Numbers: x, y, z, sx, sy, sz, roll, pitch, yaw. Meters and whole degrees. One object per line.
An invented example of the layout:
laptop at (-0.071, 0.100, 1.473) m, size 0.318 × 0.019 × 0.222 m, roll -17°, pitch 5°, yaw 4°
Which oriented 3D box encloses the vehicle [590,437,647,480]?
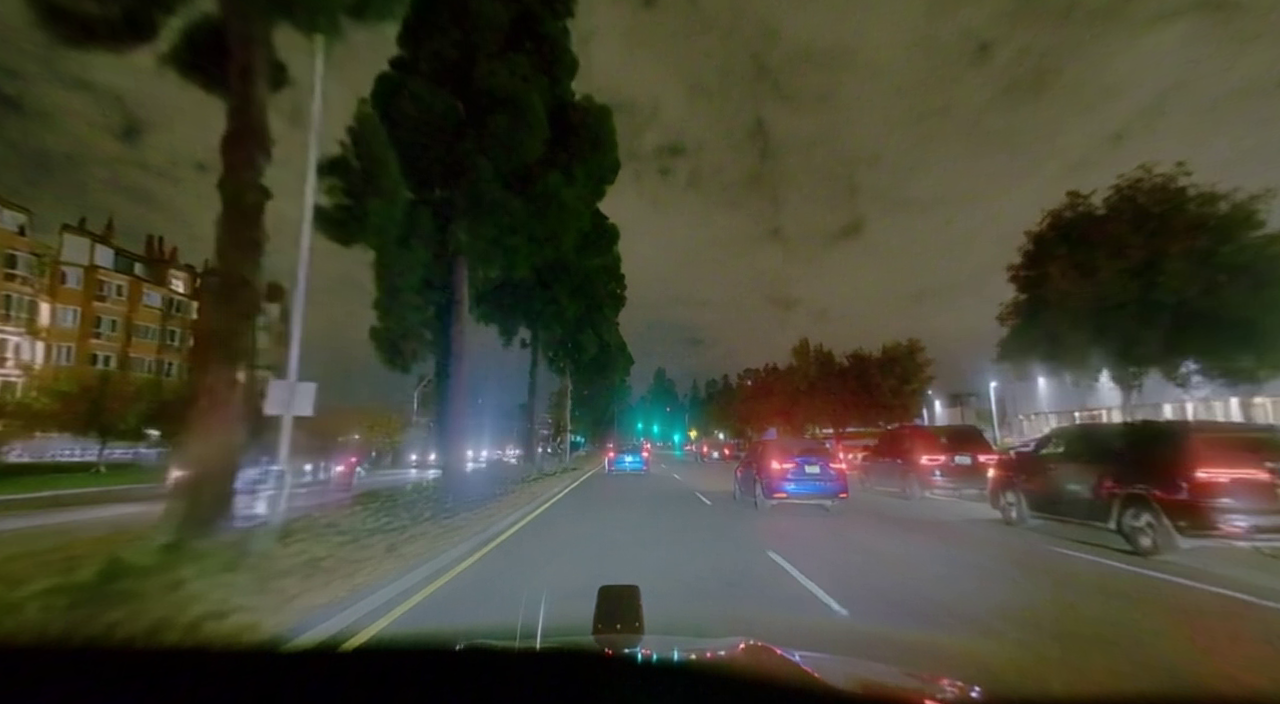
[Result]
vehicle at (-0.763, 4.041, 24.156) m, size 1.994 × 1.479 × 3.647 m, roll 0°, pitch -9°, yaw 0°

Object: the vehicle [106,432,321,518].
vehicle at (-9.197, 2.658, 14.190) m, size 1.953 × 1.612 × 4.204 m, roll 0°, pitch -9°, yaw -2°

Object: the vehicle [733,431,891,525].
vehicle at (3.072, 2.323, 12.187) m, size 1.852 × 1.498 × 3.825 m, roll 0°, pitch -9°, yaw -2°

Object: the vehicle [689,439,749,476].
vehicle at (3.285, 4.484, 27.065) m, size 1.908 × 1.453 × 4.230 m, roll 0°, pitch -9°, yaw -1°

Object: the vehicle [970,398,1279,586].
vehicle at (7.144, 1.729, 8.681) m, size 2.224 × 1.772 × 5.325 m, roll 0°, pitch -9°, yaw -1°
